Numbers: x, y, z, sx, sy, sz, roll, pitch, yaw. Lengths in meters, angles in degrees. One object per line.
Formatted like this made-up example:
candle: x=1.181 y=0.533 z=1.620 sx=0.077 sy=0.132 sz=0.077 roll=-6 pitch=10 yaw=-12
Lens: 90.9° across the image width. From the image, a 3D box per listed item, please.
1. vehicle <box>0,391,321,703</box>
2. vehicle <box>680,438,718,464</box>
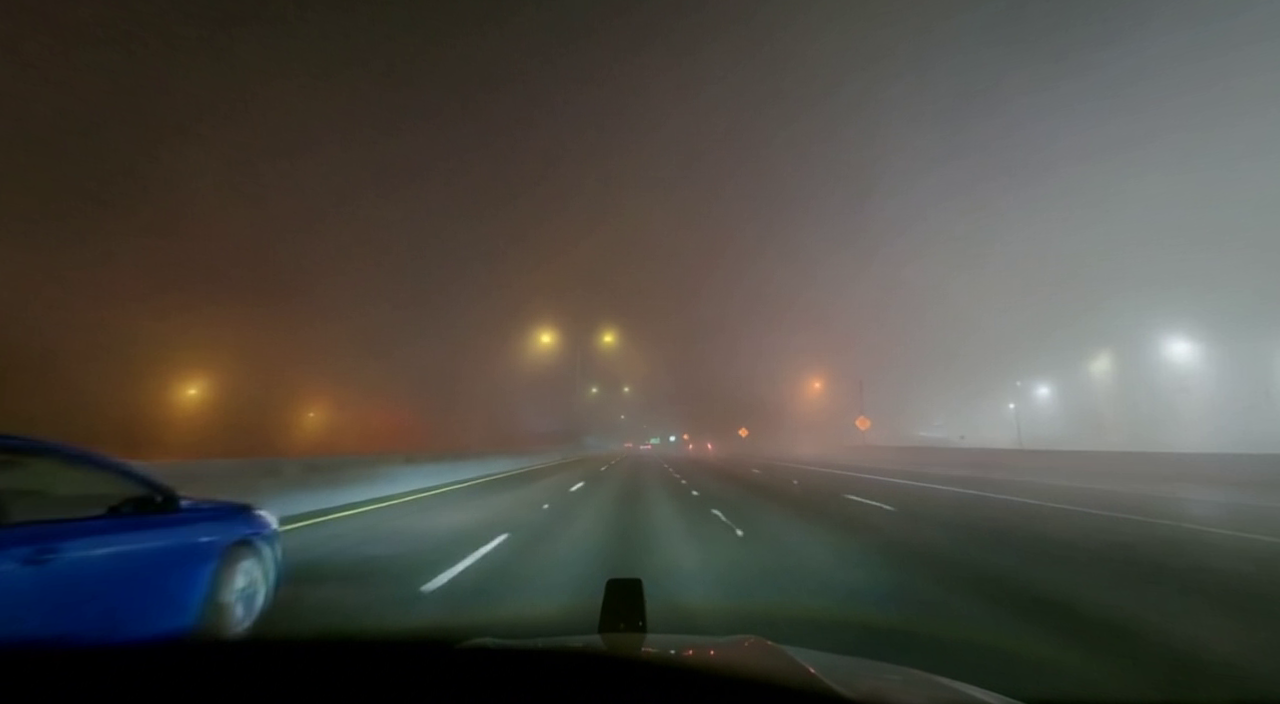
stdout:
vehicle: x=-3.464 y=0.900 z=2.380 sx=1.979 sy=1.505 sz=4.705 roll=0 pitch=-8 yaw=1
vehicle: x=3.657 y=6.238 z=39.824 sx=1.949 sy=1.515 sz=4.374 roll=0 pitch=-8 yaw=-1
